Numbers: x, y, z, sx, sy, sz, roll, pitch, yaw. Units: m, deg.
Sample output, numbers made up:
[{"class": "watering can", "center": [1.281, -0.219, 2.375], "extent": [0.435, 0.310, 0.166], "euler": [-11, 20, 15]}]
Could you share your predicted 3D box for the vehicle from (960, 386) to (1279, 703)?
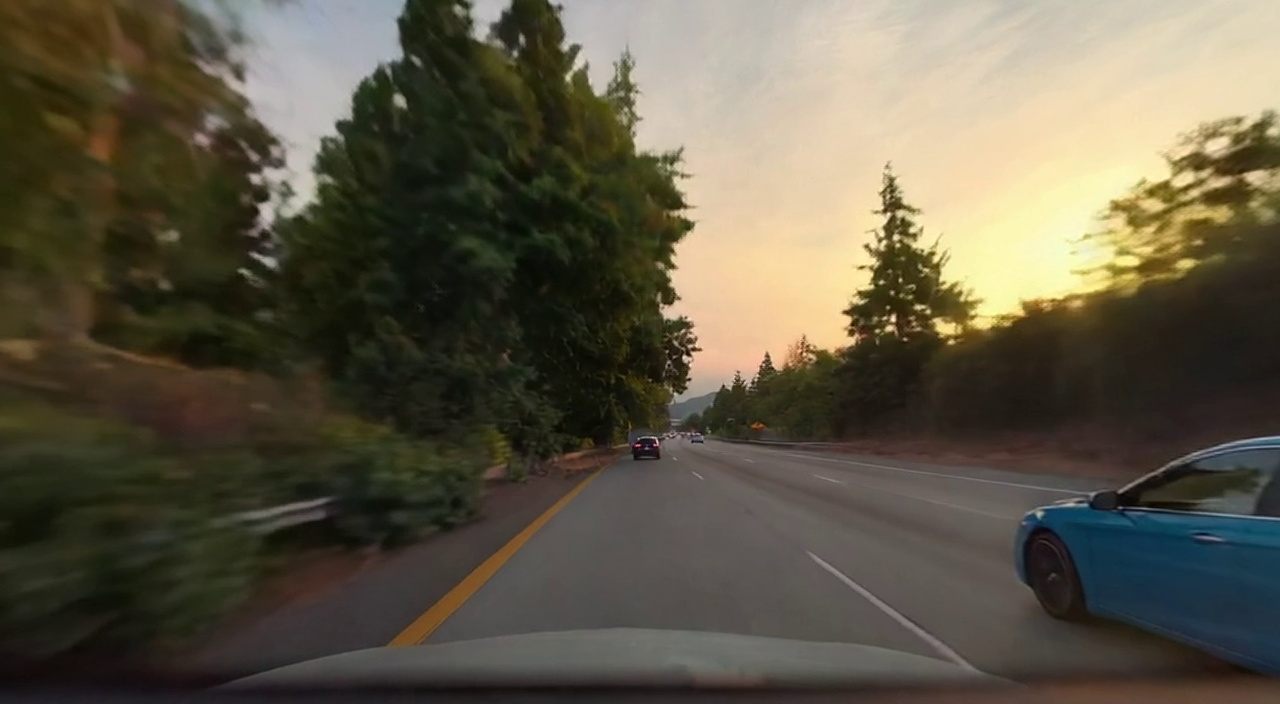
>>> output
[{"class": "vehicle", "center": [3.474, 0.888, 2.555], "extent": [1.981, 1.467, 4.459], "euler": [0, -8, 0]}]

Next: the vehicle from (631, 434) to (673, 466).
[{"class": "vehicle", "center": [0.578, 5.053, 32.723], "extent": [2.046, 1.526, 3.903], "euler": [0, -8, 0]}]
